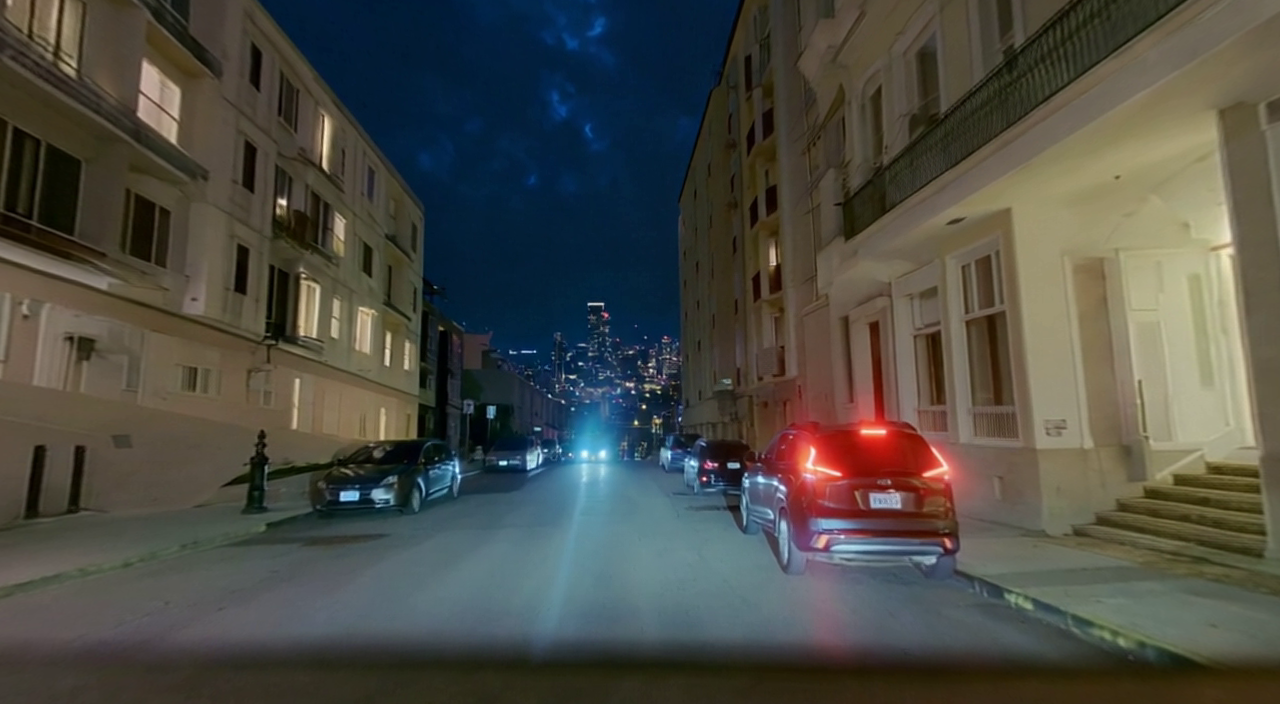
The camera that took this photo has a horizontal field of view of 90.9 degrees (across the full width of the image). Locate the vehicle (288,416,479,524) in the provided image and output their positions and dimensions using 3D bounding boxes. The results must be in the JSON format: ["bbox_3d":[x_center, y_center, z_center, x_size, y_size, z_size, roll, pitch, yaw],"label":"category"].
[{"bbox_3d":[-4.549,2.199,12.041,1.883,1.499,4.426,6,-10,-3],"label":"vehicle"}]

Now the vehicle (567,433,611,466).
[{"bbox_3d":[-2.455,4.789,31.127,1.845,1.544,3.388,0,-8,0],"label":"vehicle"}]

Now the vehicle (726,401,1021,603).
[{"bbox_3d":[2.235,1.524,7.313,1.839,1.678,3.918,0,-8,-1],"label":"vehicle"}]

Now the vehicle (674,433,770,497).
[{"bbox_3d":[1.992,2.877,16.586,1.786,1.447,4.314,0,-8,-2],"label":"vehicle"}]

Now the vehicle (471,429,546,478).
[{"bbox_3d":[-4.834,3.808,23.729,1.942,1.521,3.761,5,-9,0],"label":"vehicle"}]
